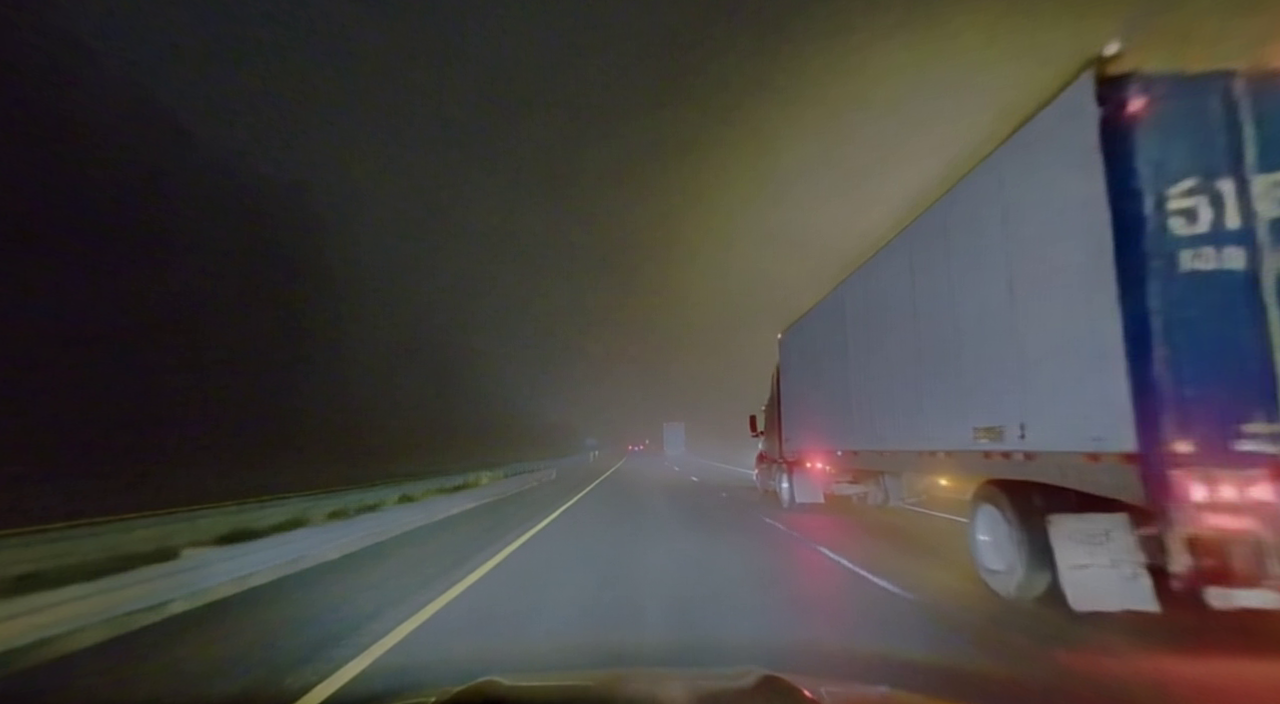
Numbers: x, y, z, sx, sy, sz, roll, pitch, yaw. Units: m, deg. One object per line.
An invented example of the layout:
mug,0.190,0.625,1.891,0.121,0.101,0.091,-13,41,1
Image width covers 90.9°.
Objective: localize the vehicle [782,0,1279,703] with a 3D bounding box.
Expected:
vehicle,4.556,0.672,8.199,3.107,3.718,10.231,0,-9,0
